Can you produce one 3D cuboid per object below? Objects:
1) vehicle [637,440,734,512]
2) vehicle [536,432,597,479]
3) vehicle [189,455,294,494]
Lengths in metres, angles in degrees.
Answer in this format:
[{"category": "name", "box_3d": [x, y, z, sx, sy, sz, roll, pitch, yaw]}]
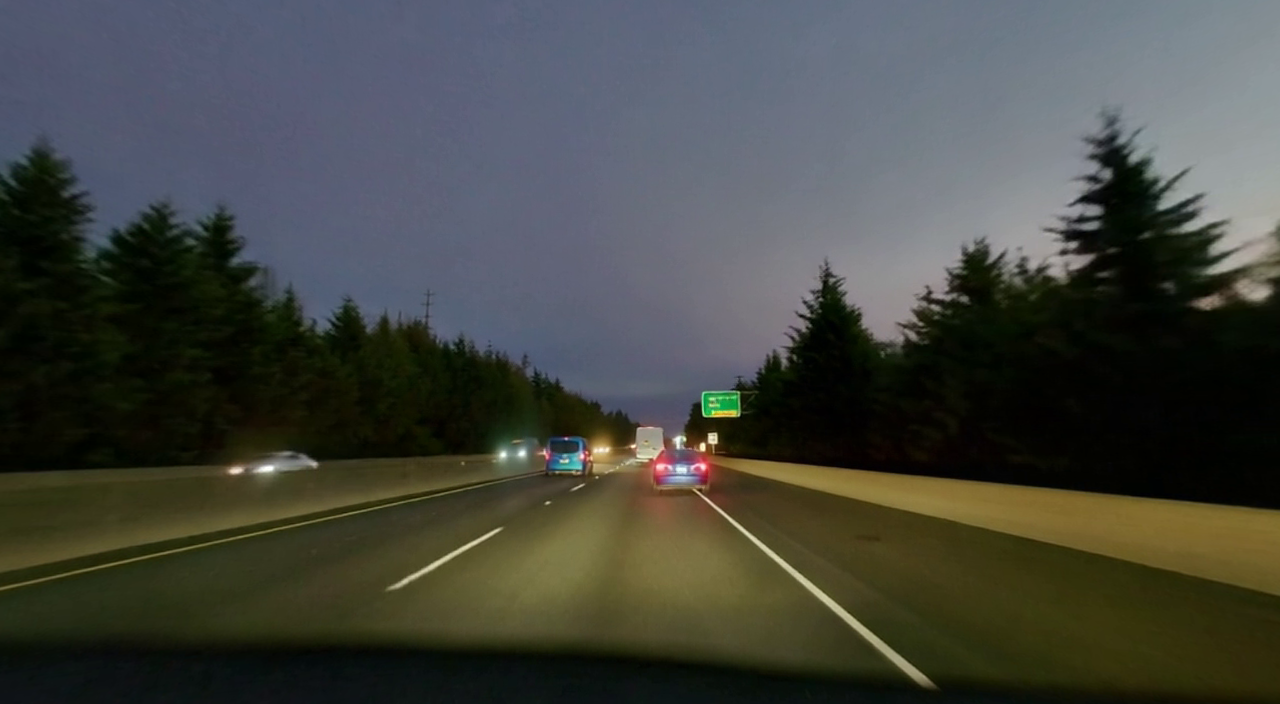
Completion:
[{"category": "vehicle", "box_3d": [0.939, 2.877, 15.029, 2.012, 1.485, 3.649, 0, -9, 0]}, {"category": "vehicle", "box_3d": [-3.432, 5.006, 30.629, 2.217, 2.033, 4.975, 0, -9, 2]}, {"category": "vehicle", "box_3d": [-16.028, 4.912, 25.602, 1.756, 1.428, 3.699, 0, -9, 1]}]
